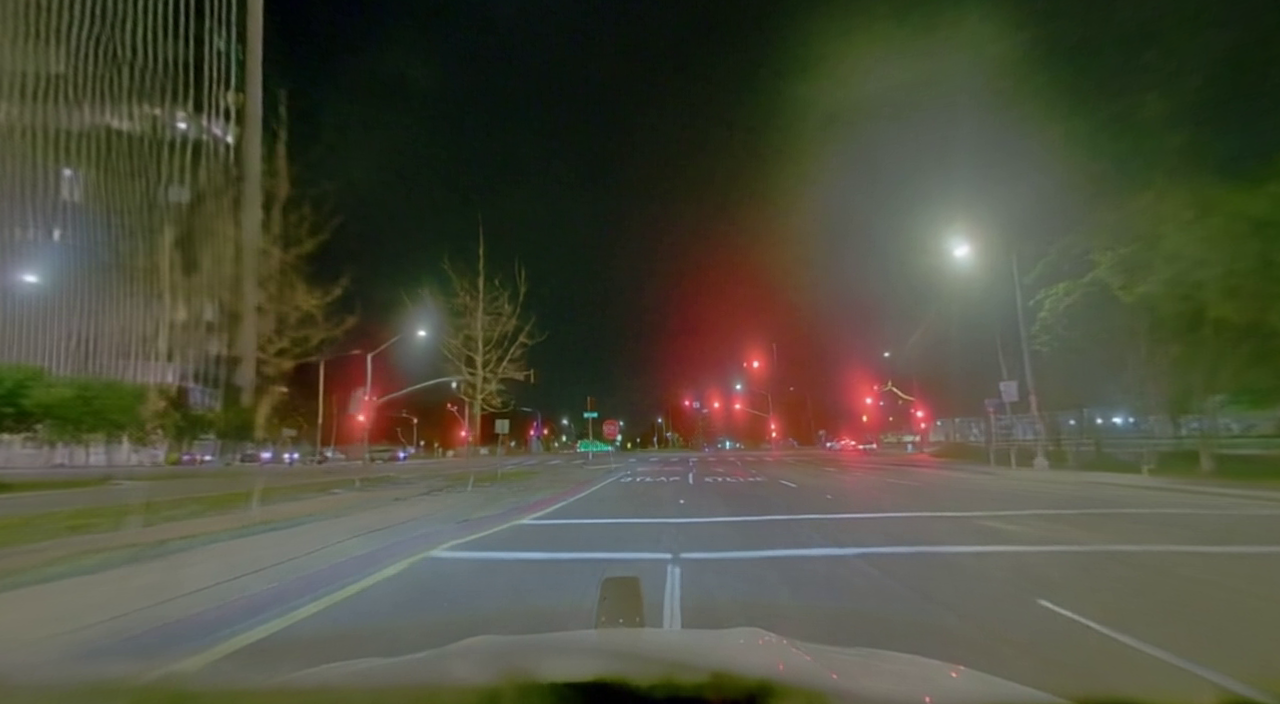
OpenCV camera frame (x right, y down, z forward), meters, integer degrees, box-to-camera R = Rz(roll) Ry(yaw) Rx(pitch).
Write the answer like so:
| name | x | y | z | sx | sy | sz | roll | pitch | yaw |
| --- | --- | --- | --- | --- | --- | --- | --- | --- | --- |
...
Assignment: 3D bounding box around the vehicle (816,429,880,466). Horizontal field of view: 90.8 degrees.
| name | x | y | z | sx | sy | sz | roll | pitch | yaw |
| --- | --- | --- | --- | --- | --- | --- | --- | --- | --- |
| vehicle | 11.357 | 5.257 | 34.837 | 2.156 | 1.881 | 4.743 | 0 | -9 | 4 |
